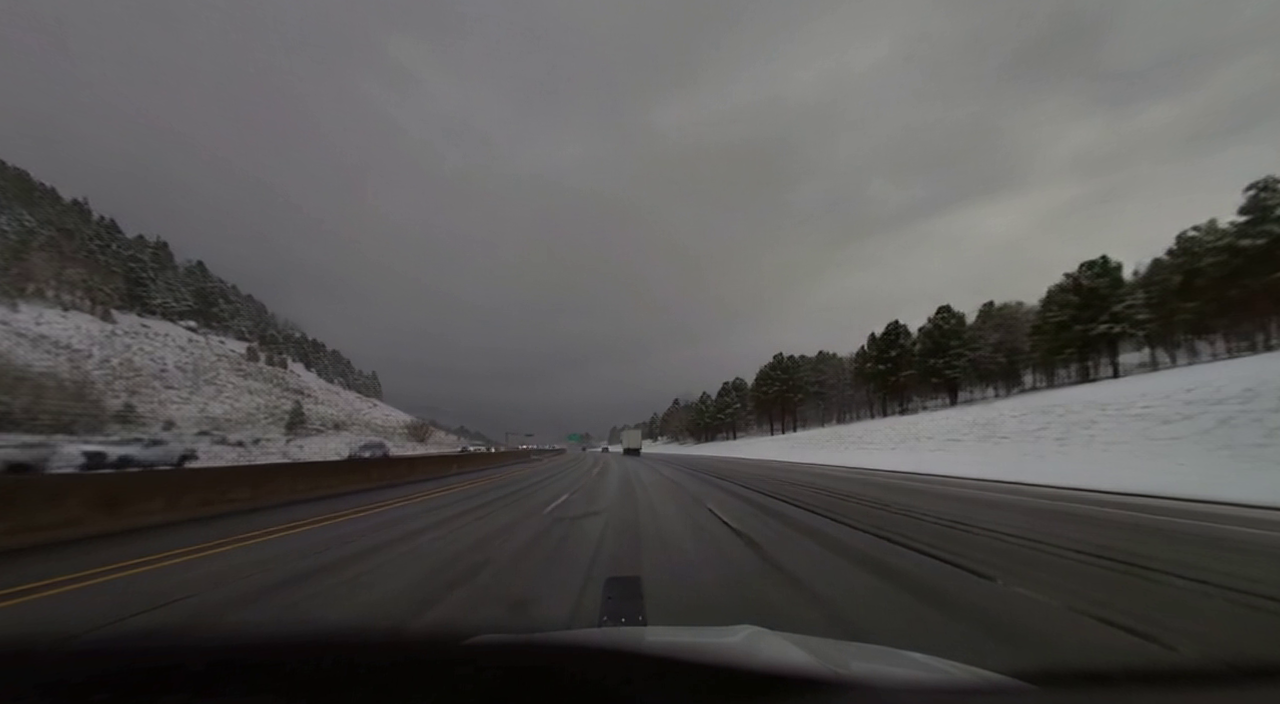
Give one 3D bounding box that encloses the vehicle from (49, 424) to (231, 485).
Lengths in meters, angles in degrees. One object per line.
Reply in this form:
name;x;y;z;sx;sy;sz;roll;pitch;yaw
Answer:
vehicle;-18.695;3.873;24.134;2.244;2.010;5.768;0;-8;0
